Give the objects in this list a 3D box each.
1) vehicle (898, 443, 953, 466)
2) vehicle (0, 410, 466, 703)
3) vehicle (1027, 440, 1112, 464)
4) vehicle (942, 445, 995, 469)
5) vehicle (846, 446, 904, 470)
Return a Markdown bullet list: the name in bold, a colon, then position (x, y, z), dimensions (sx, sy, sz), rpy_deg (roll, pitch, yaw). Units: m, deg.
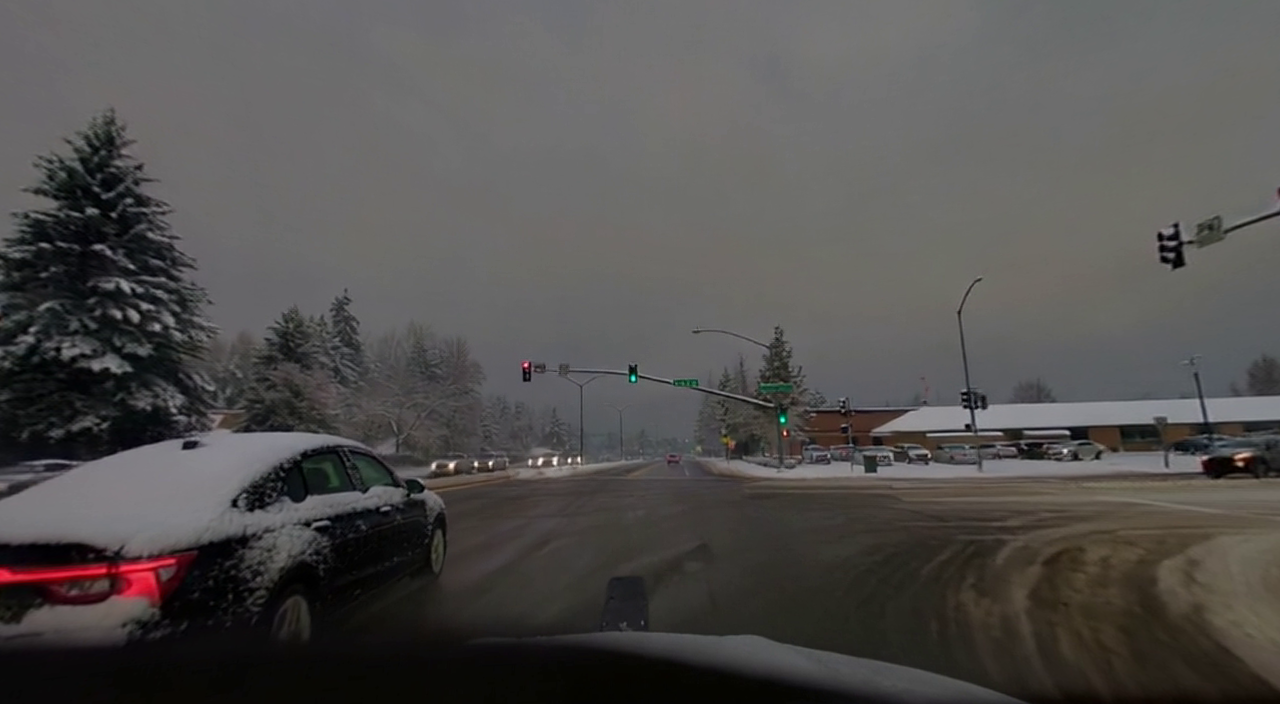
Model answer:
- **vehicle**: position (19.111, 6.822, 42.138), dimensions (1.945, 1.434, 4.293), rpy_deg (-8, -11, 43)
- **vehicle**: position (-2.868, 1.268, 4.310), dimensions (1.924, 1.482, 4.734), rpy_deg (0, -8, 1)
- **vehicle**: position (29.649, 6.881, 43.554), dimensions (4.678, 1.558, 1.883), rpy_deg (1, -8, -7)
- **vehicle**: position (21.165, 6.693, 40.510), dimensions (1.930, 1.410, 4.313), rpy_deg (-8, -11, 41)
- **vehicle**: position (16.713, 7.462, 44.629), dimensions (2.060, 1.445, 4.712), rpy_deg (-9, -10, 43)
